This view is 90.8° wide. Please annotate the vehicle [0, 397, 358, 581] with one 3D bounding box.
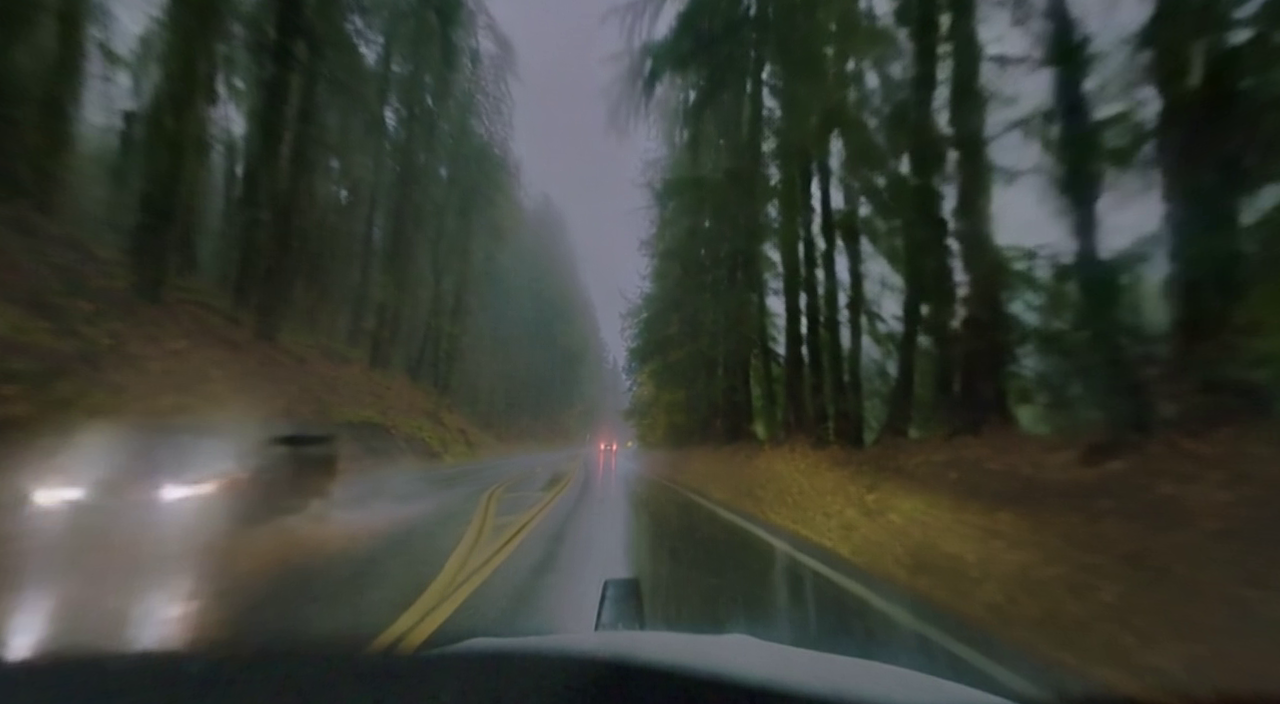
[{"bbox_3d":[-5.855,1.655,8.339,2.318,1.754,4.328,0,-9,-1],"label":"vehicle"}]
